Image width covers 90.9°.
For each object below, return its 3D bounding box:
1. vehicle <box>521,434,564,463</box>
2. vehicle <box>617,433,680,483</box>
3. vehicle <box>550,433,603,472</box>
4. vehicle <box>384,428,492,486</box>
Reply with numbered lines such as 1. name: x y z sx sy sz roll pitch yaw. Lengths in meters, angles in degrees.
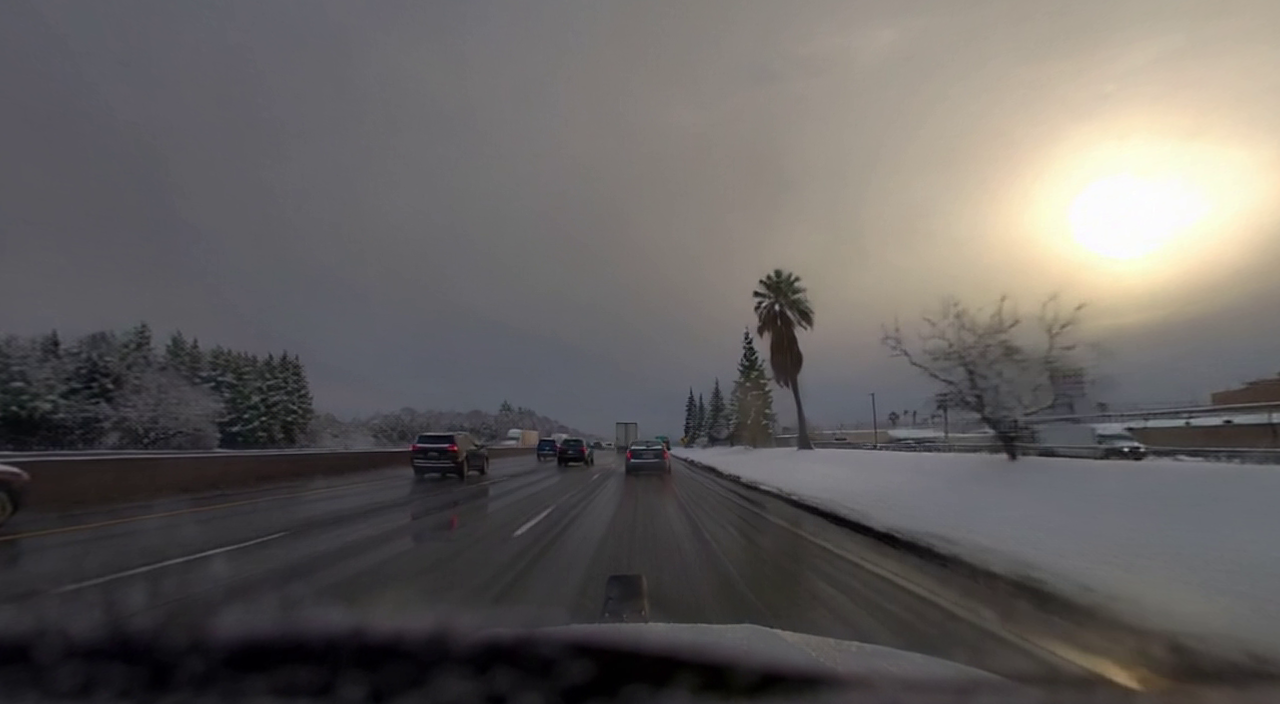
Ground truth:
1. vehicle: -6.842 6.822 44.681 2.085 1.932 4.967 -1 -8 2
2. vehicle: 0.293 3.881 23.429 2.136 1.678 4.052 0 -8 0
3. vehicle: -3.154 5.103 32.177 2.108 1.832 4.549 0 -8 1
4. vehicle: -6.874 3.622 22.084 2.105 1.790 4.689 0 -8 2
